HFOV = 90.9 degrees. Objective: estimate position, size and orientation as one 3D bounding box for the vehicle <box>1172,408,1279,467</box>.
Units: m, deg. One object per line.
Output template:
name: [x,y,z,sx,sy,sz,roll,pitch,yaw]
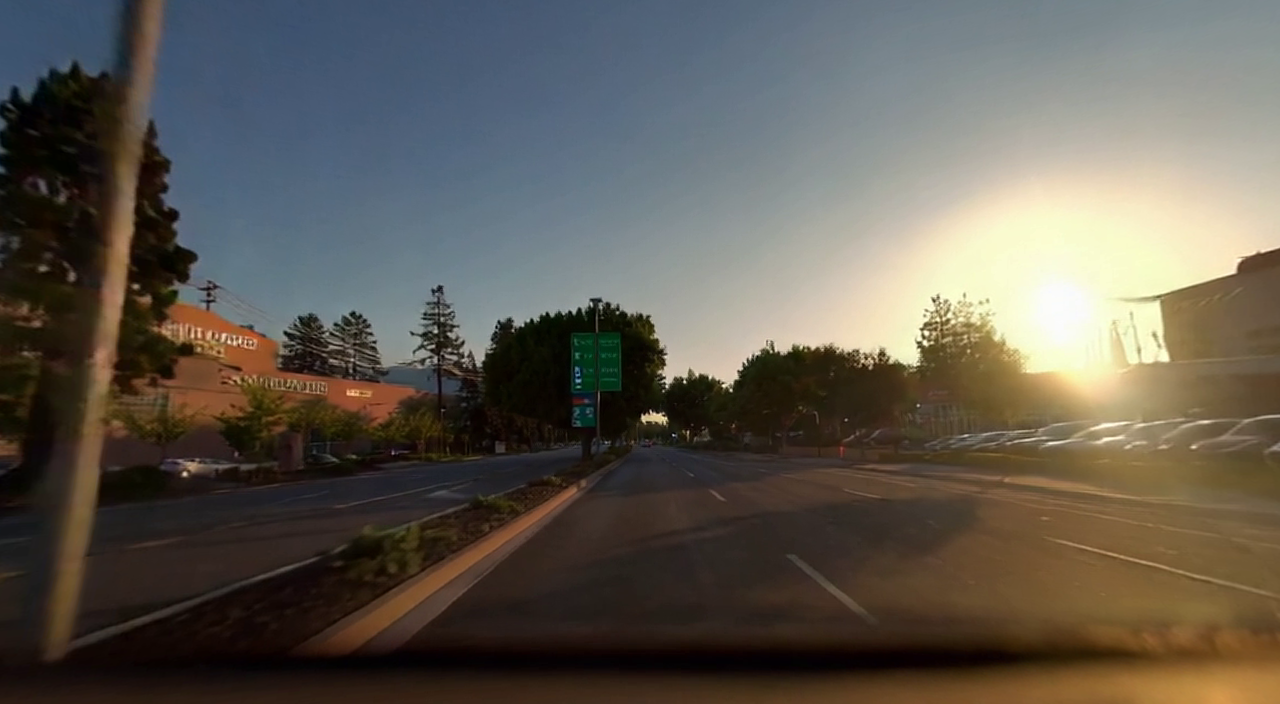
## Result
vehicle: [20.097,2.699,20.009,4.532,1.763,2.102,1,-7,-2]
